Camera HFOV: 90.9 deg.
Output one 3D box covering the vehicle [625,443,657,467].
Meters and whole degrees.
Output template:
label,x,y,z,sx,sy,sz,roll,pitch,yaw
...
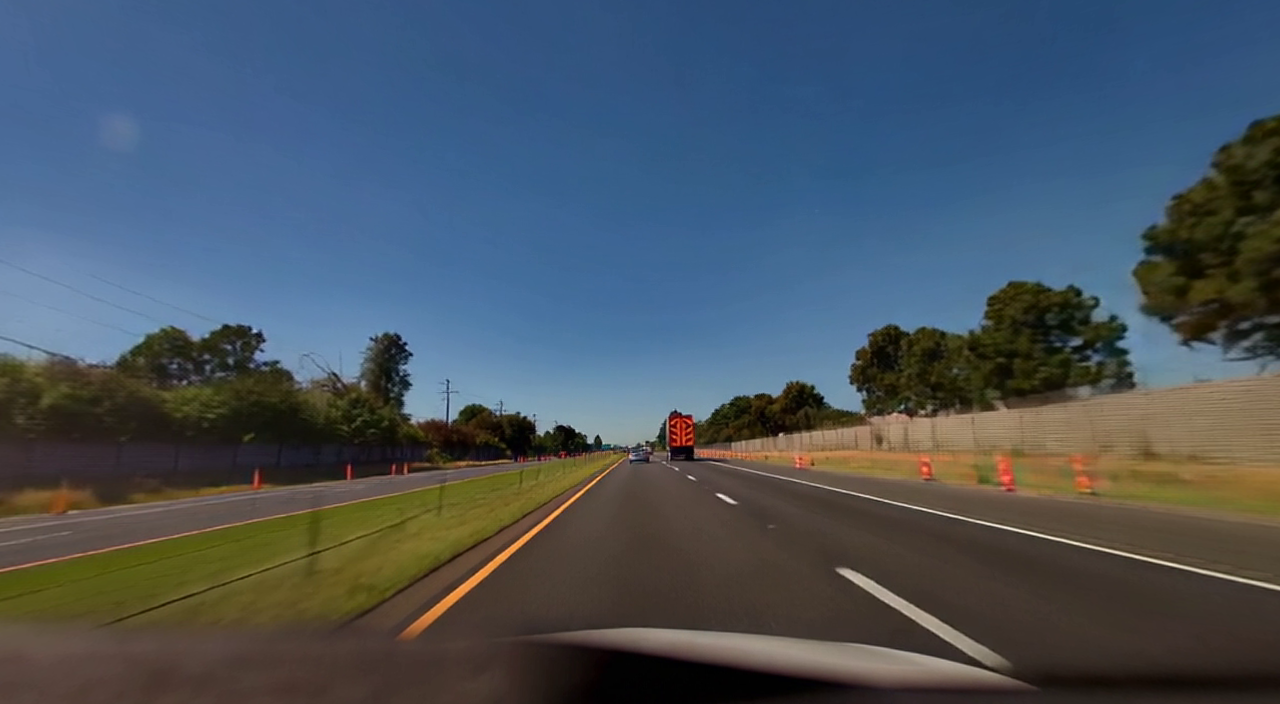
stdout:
label,x,y,z,sx,sy,sz,roll,pitch,yaw
vehicle,0.029,7.004,42.994,2.065,1.573,3.734,0,-9,-1
